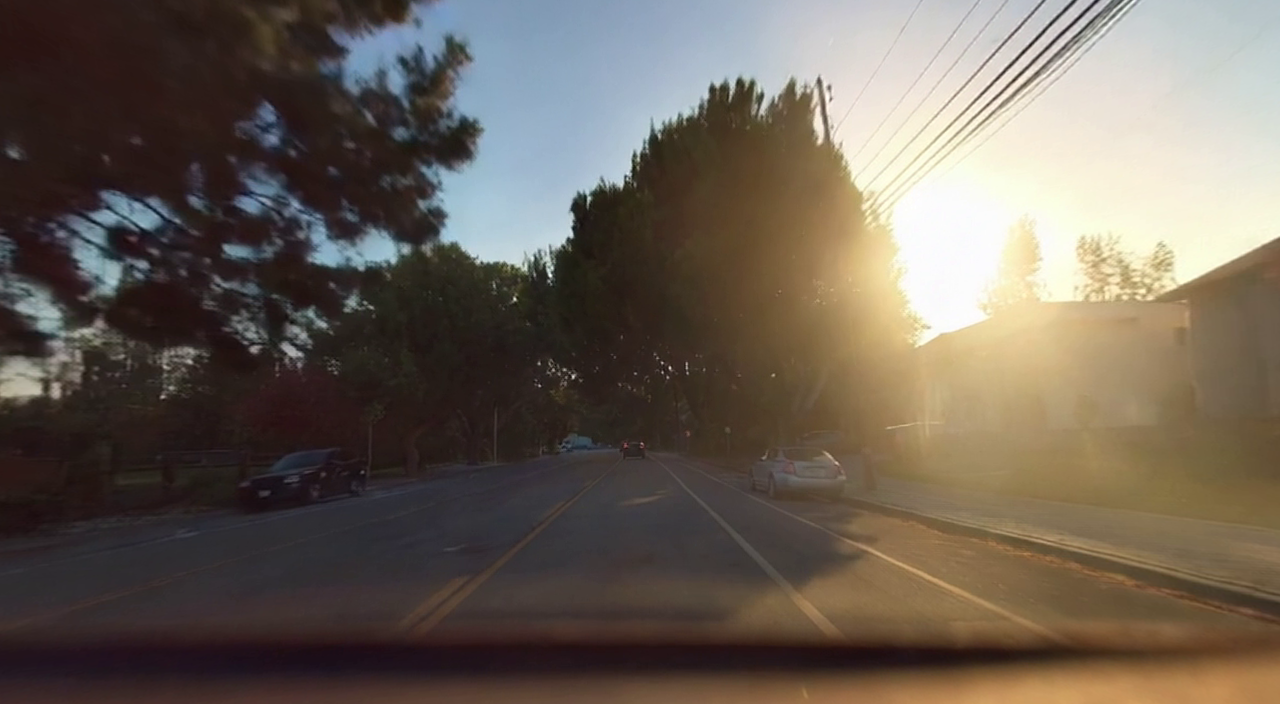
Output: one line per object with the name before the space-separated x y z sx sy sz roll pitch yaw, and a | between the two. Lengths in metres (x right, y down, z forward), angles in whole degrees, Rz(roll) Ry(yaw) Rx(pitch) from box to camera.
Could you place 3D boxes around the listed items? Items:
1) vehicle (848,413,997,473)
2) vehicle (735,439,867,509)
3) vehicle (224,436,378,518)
vehicle | 10.847 3.515 24.424 4.709 1.743 1.965 -5 -8 -8
vehicle | 3.901 3.021 16.205 2.167 1.535 4.464 0 -8 -1
vehicle | -10.958 4.013 20.987 2.111 2.050 5.328 -8 -8 0
